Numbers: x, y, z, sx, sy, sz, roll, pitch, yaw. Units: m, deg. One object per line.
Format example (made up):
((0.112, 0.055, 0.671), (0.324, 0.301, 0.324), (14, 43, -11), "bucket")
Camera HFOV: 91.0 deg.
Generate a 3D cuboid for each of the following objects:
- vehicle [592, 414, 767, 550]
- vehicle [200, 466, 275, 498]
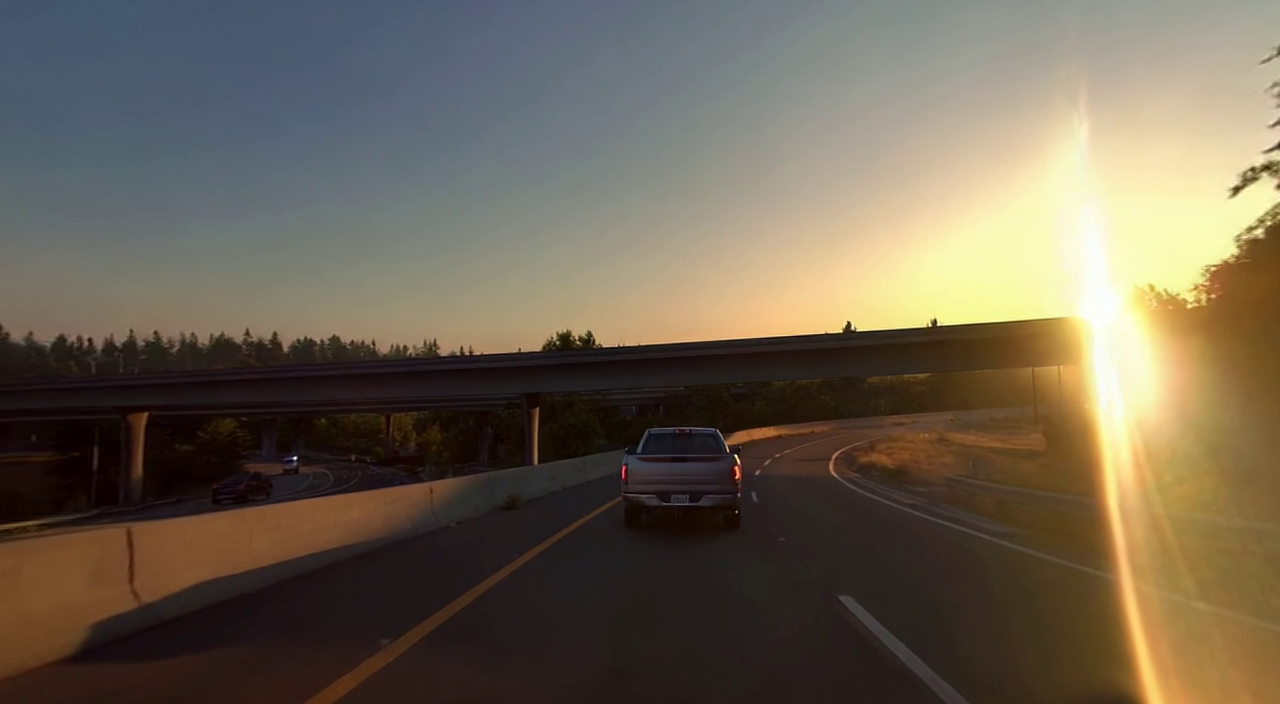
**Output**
((0.688, 1.993, 10.345), (2.235, 1.716, 4.435), (-1, -9, 5), "vehicle")
((-21.970, 7.076, 34.554), (1.965, 1.464, 4.514), (1, -9, -12), "vehicle")
